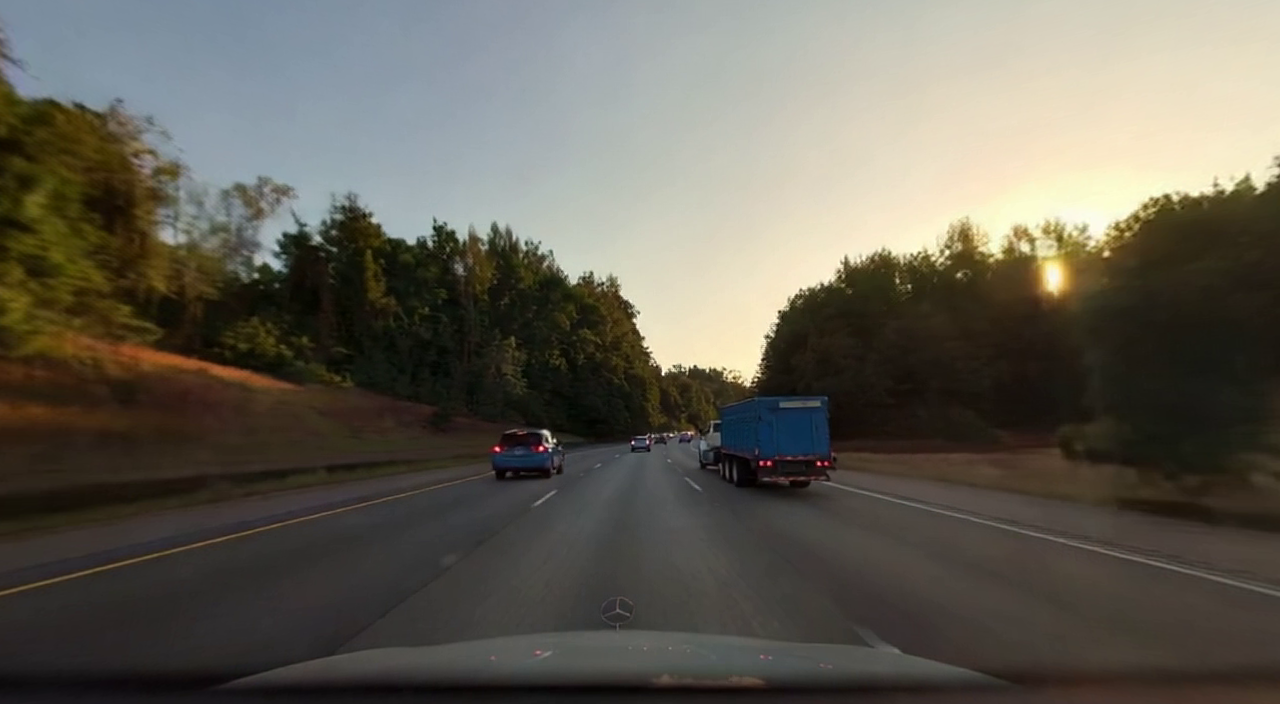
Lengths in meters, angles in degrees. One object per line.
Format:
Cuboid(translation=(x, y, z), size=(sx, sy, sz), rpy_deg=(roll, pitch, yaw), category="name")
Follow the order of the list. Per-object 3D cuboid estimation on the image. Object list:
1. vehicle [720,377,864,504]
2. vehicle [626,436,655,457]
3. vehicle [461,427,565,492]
Cuboid(translation=(3.354, 2.071, 14.900), size=(2.256, 2.568, 4.049), rpy_deg=(0, -8, -1), category="vehicle")
Cuboid(translation=(0.089, 7.323, 49.077), size=(2.195, 1.529, 4.572), rpy_deg=(0, -8, 1), category="vehicle")
Cuboid(translation=(-3.395, 2.957, 17.738), size=(2.008, 1.588, 4.147), rpy_deg=(0, -8, 1), category="vehicle")
